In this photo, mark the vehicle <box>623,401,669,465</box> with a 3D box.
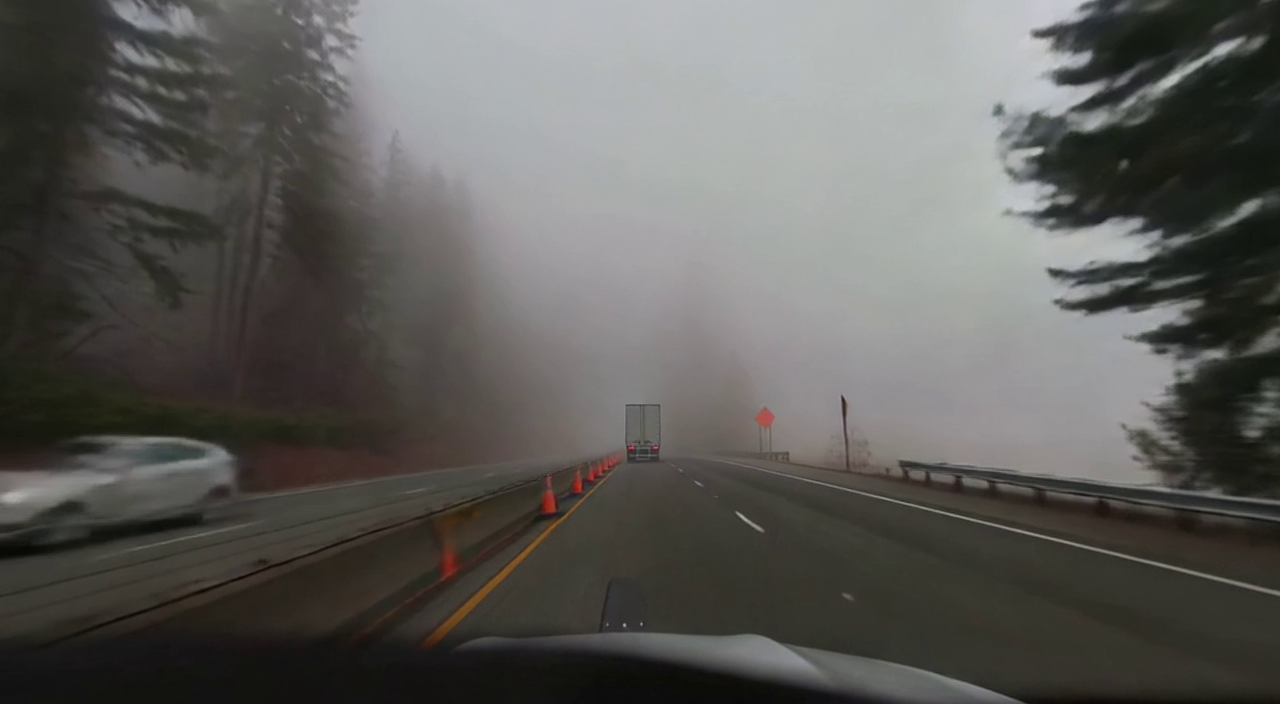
[{"bbox_3d":[0.264,6.000,46.035,2.935,4.068,11.036,0,-9,-1],"label":"vehicle"}]
